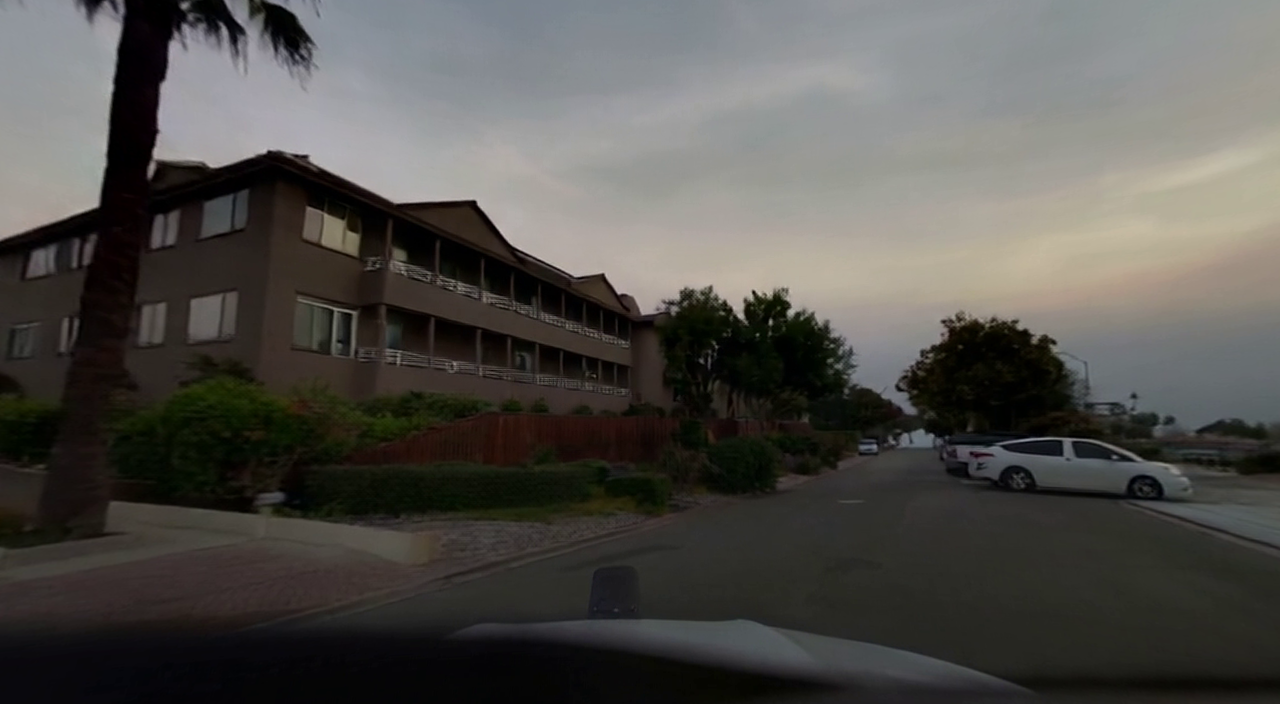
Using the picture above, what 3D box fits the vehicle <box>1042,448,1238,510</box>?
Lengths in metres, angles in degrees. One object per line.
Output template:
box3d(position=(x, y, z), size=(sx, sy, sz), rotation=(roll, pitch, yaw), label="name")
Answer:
box3d(position=(14.245, 3.616, 18.361), size=(4.195, 1.446, 1.979), rotation=(-3, -11, 33), label="vehicle")
